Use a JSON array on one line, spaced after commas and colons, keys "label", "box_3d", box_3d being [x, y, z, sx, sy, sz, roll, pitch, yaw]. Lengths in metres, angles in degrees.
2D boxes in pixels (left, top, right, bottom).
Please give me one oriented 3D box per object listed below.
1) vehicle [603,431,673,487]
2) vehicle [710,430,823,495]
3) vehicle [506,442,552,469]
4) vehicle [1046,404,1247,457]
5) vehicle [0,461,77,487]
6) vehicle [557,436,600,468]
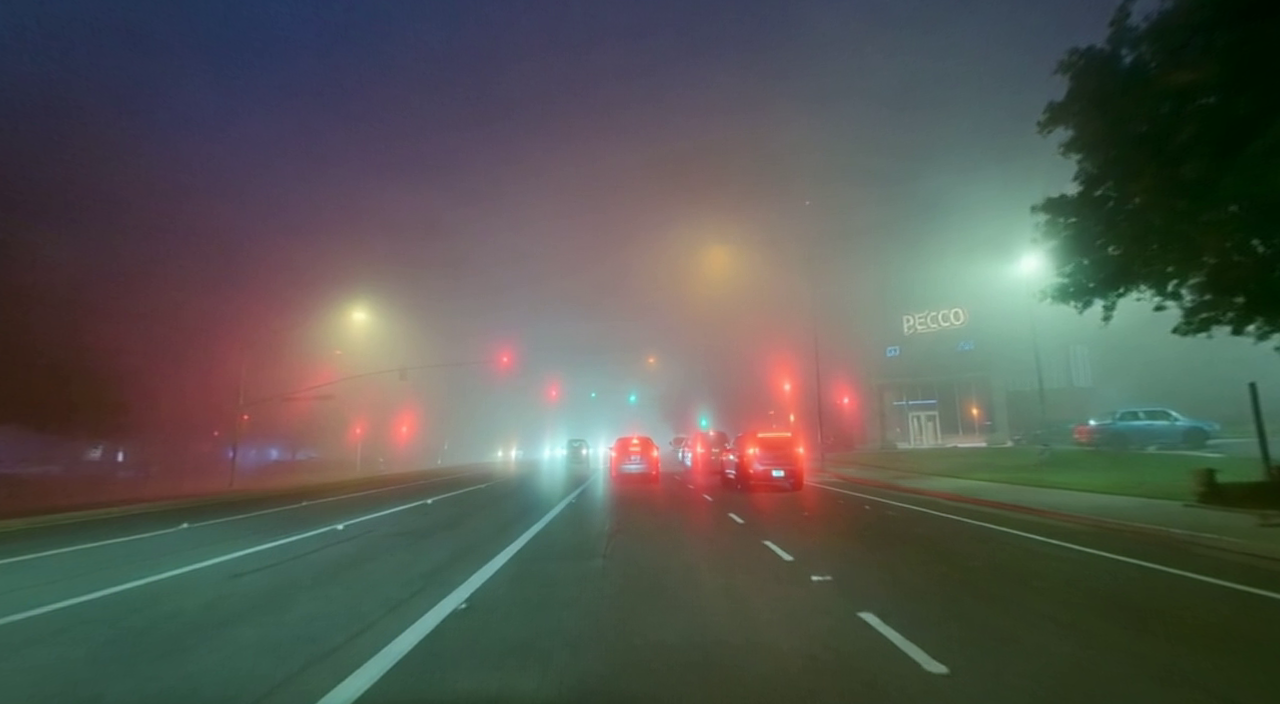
[{"label": "vehicle", "box_3d": [-0.140, 3.589, 21.375, 2.146, 1.685, 4.003, 0, -9, -2]}, {"label": "vehicle", "box_3d": [3.533, 3.208, 18.693, 2.198, 1.660, 4.512, 0, -9, -3]}, {"label": "vehicle", "box_3d": [-6.673, 6.266, 38.440, 1.954, 1.473, 4.350, 0, -9, 1]}, {"label": "vehicle", "box_3d": [15.381, 2.437, 19.412, 4.344, 1.512, 1.936, -1, -9, 4]}, {"label": "vehicle", "box_3d": [-38.946, 7.786, 40.491, 1.801, 1.434, 4.245, 0, -9, 0]}, {"label": "vehicle", "box_3d": [-3.612, 5.969, 37.770, 2.106, 1.778, 4.444, 0, -9, 0]}]
